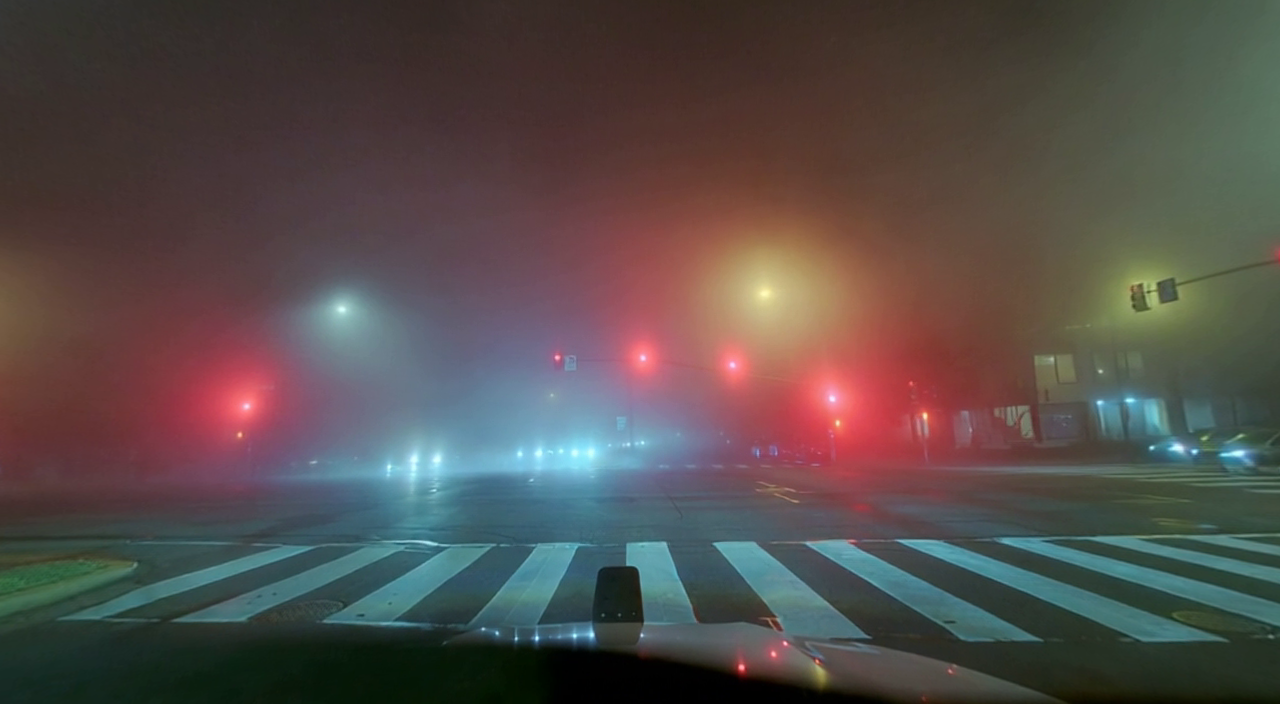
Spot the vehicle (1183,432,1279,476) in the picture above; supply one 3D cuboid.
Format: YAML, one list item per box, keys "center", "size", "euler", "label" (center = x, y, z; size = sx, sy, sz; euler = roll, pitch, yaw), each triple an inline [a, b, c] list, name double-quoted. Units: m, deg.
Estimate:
- center: [22.306, 3.587, 22.243]
  size: [4.474, 1.477, 1.908]
  euler: [0, -9, -3]
  label: "vehicle"

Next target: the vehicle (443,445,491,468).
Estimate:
- center: [-11.649, 7.077, 42.694]
  size: [1.911, 1.476, 4.297]
  euler: [-1, -9, 2]
  label: "vehicle"

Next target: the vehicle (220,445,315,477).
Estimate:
- center: [-22.785, 6.660, 38.777]
  size: [2.032, 1.839, 4.884]
  euler: [-2, -9, 14]
  label: "vehicle"

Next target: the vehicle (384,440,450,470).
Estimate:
- center: [-15.159, 7.031, 43.160]
  size: [2.340, 1.946, 5.450]
  euler: [0, -9, 2]
  label: "vehicle"

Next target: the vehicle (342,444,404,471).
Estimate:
- center: [-18.577, 7.343, 44.002]
  size: [2.237, 1.801, 4.541]
  euler: [0, -9, 1]
  label: "vehicle"

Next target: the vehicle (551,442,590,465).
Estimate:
- center: [-4.545, 6.710, 41.676]
  size: [1.954, 1.431, 4.050]
  euler: [0, -9, 2]
  label: "vehicle"

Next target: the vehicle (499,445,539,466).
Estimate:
- center: [-8.113, 7.001, 42.606]
  size: [1.910, 1.321, 3.692]
  euler: [0, -9, 1]
  label: "vehicle"
